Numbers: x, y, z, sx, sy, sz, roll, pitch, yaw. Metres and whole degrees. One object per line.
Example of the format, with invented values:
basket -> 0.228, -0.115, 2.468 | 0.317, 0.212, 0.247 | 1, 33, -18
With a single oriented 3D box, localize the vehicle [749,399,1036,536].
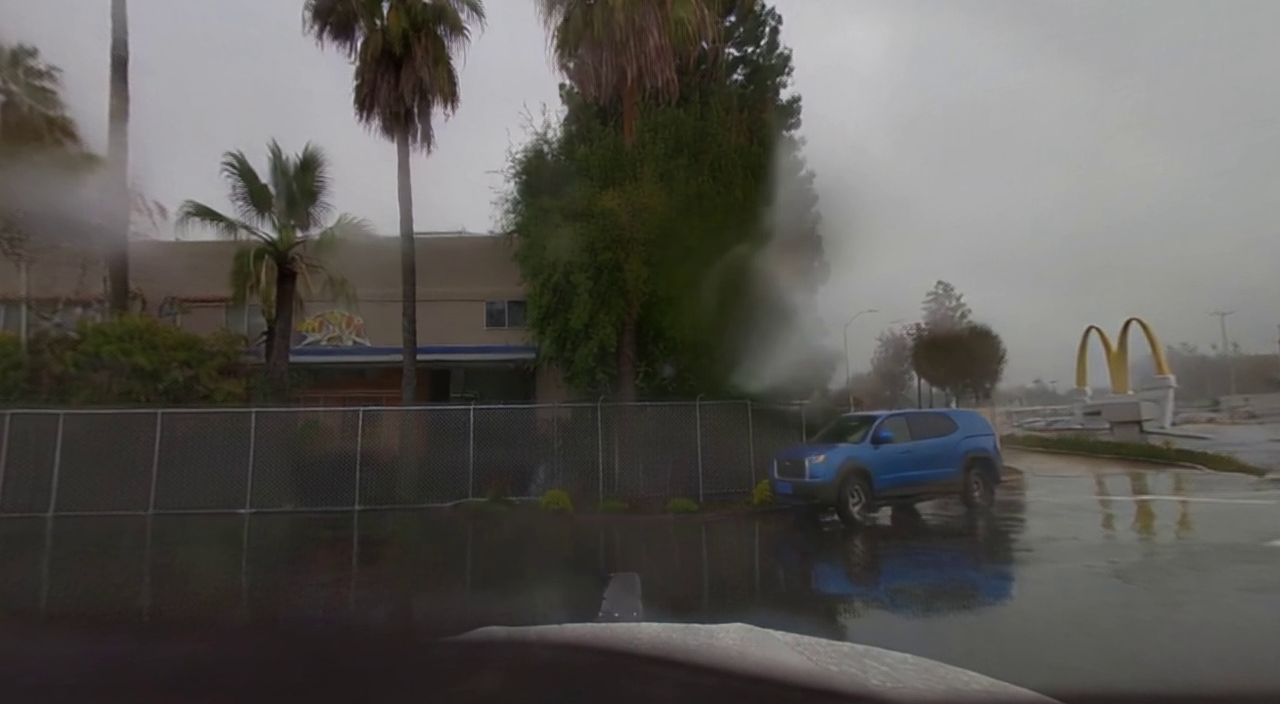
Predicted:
vehicle -> 4.172, 1.746, 10.384 | 4.365, 1.791, 2.073 | 4, -7, -30
